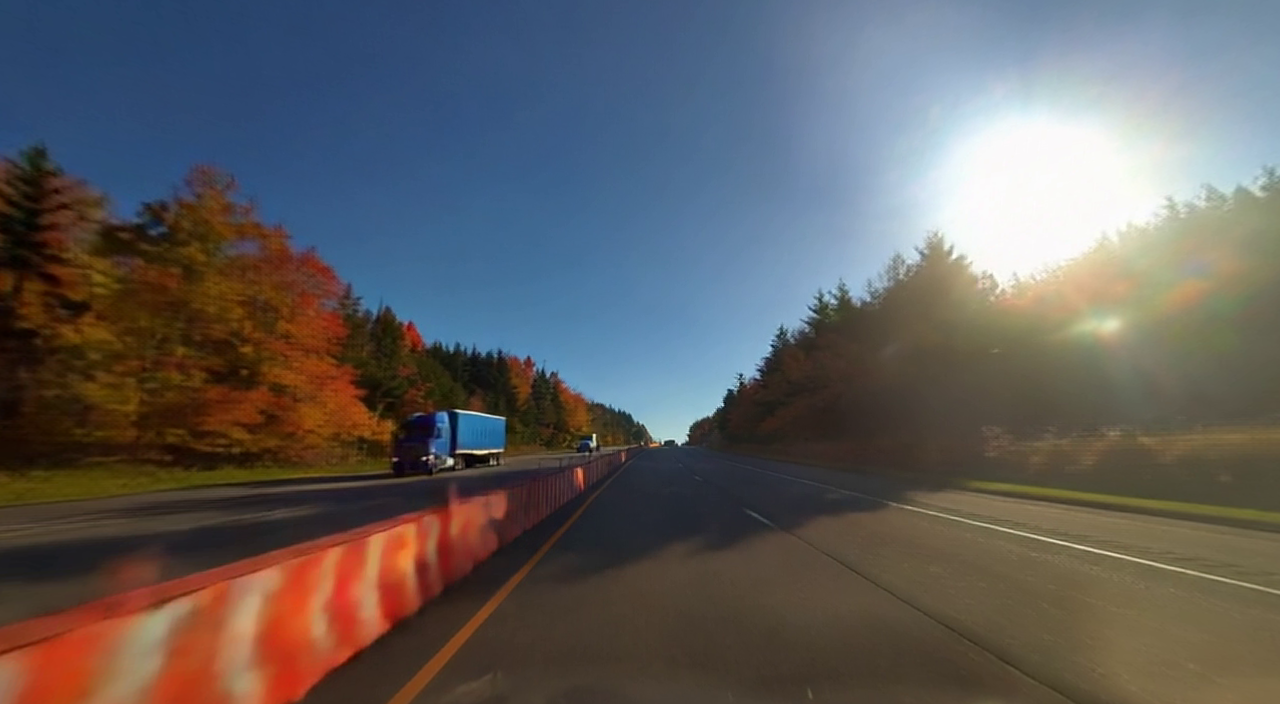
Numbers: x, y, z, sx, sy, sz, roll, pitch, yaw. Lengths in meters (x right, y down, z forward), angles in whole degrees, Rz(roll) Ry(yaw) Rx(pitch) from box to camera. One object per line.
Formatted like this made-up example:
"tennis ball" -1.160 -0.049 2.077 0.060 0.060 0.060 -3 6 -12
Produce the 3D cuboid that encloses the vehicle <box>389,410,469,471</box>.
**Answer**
"vehicle" -14.148 6.039 42.868 3.094 3.803 6.248 -1 -8 1
